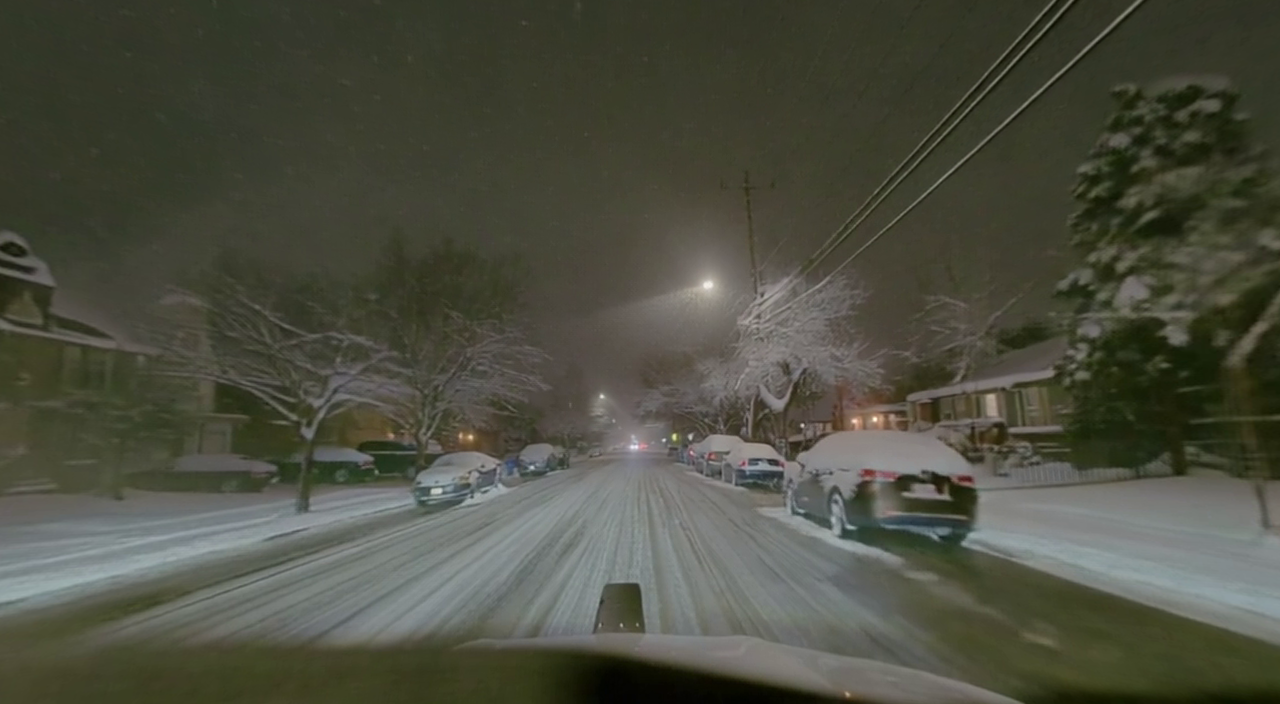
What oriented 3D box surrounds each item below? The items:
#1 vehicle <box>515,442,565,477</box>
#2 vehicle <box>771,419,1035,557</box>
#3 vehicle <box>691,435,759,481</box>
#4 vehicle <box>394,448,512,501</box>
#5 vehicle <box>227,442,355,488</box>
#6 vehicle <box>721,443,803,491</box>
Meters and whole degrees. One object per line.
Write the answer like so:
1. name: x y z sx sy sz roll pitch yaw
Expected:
1. vehicle: -5.762 6.285 37.024 2.118 1.753 4.377 -4 -9 0
2. vehicle: 3.760 2.027 10.213 2.247 1.618 4.655 2 -8 -1
3. vehicle: 3.660 4.701 28.340 2.122 1.809 5.421 0 -9 -2
4. vehicle: -5.754 3.829 20.215 2.199 1.439 4.757 -1 -9 2
5. vehicle: -15.796 5.081 28.703 4.747 1.899 2.181 -1 -7 13
6. vehicle: 4.074 3.910 21.851 1.848 1.436 4.582 0 -9 -1
